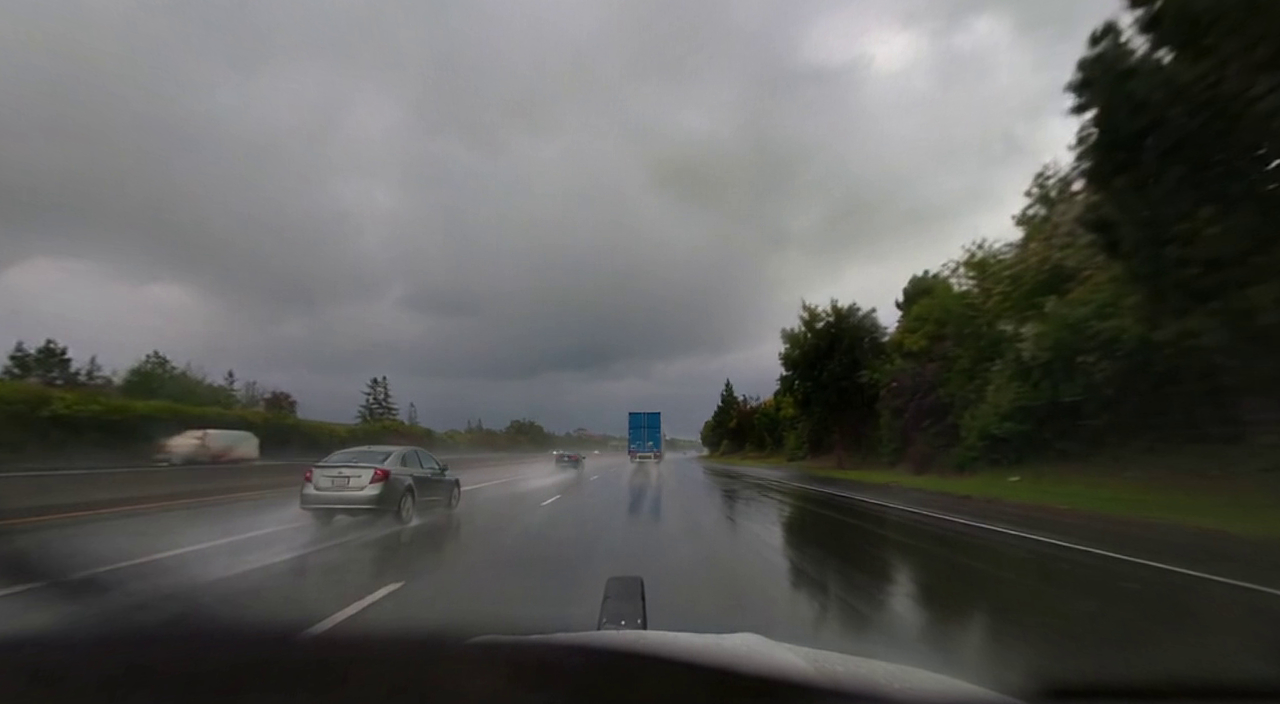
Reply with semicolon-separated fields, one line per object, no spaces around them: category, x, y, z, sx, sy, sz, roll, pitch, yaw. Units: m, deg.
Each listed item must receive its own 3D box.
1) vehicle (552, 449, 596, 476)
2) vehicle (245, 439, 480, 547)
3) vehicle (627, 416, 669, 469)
vehicle;-3.745;6.314;36.329;1.981;1.435;4.199;0;-9;1
vehicle;-4.387;2.288;10.917;2.010;1.461;4.391;0;-9;1
vehicle;0.547;6.921;47.881;2.893;3.628;9.081;0;-9;0
